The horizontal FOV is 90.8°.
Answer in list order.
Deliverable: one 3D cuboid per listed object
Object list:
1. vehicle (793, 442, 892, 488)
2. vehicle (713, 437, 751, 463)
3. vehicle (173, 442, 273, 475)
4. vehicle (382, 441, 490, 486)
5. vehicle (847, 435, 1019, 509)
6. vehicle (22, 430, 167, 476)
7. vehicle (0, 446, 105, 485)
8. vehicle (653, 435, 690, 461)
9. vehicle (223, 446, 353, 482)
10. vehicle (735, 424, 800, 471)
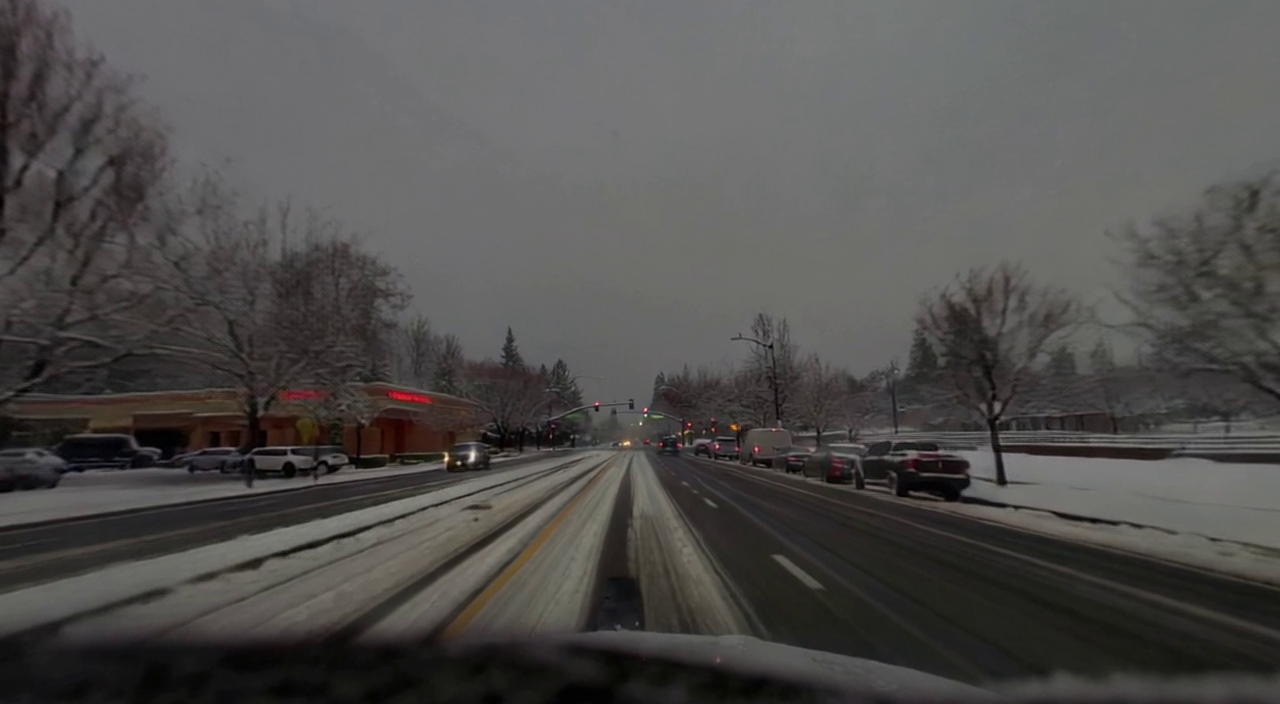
[{"bbox_3d":[7.161,4.017,22.934,1.862,1.464,4.892,0,-8,-1],"label":"vehicle"},{"bbox_3d":[7.017,7.536,48.755,2.088,1.848,4.936,0,-9,-2],"label":"vehicle"},{"bbox_3d":[-24.750,6.395,37.741,1.980,1.780,4.859,-4,-11,12],"label":"vehicle"},{"bbox_3d":[-8.041,4.280,24.681,2.165,1.567,4.700,7,-11,-43],"label":"vehicle"},{"bbox_3d":[7.393,3.048,16.685,1.951,1.601,5.147,0,-8,-2],"label":"vehicle"},{"bbox_3d":[-35.054,6.593,40.982,2.637,2.648,6.556,-4,-10,14],"label":"vehicle"},{"bbox_3d":[-25.314,4.632,26.010,1.893,1.477,4.621,-3,-9,15],"label":"vehicle"},{"bbox_3d":[2.237,7.026,46.277,2.293,1.814,4.589,0,-8,-3],"label":"vehicle"},{"bbox_3d":[-15.405,4.891,27.788,4.635,1.457,2.060,-2,-8,10],"label":"vehicle"},{"bbox_3d":[7.115,5.413,36.103,2.323,2.433,5.901,0,-8,-1],"label":"vehicle"}]
